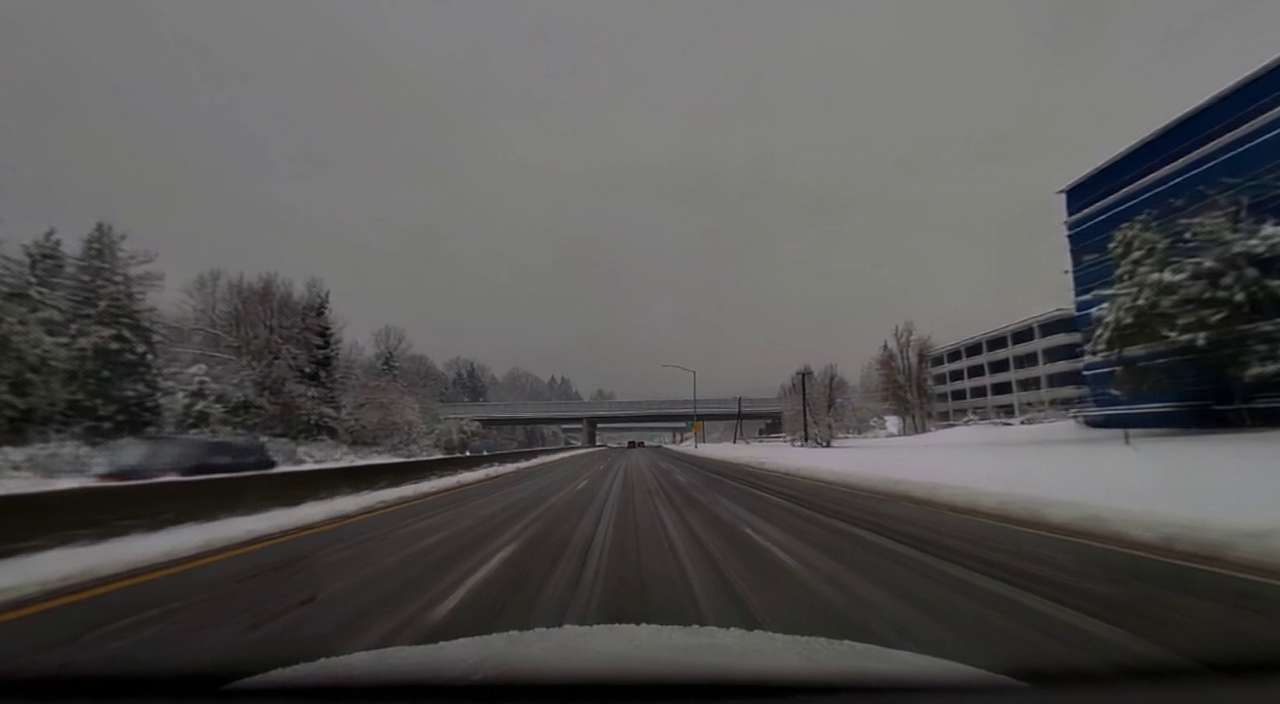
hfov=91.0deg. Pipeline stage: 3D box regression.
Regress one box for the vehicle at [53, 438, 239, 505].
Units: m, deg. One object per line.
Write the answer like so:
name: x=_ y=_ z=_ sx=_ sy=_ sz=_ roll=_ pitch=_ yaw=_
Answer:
vehicle: x=-14.216 y=3.416 z=18.546 sx=1.944 sy=1.690 sz=4.429 roll=-1 pitch=-8 yaw=-1
